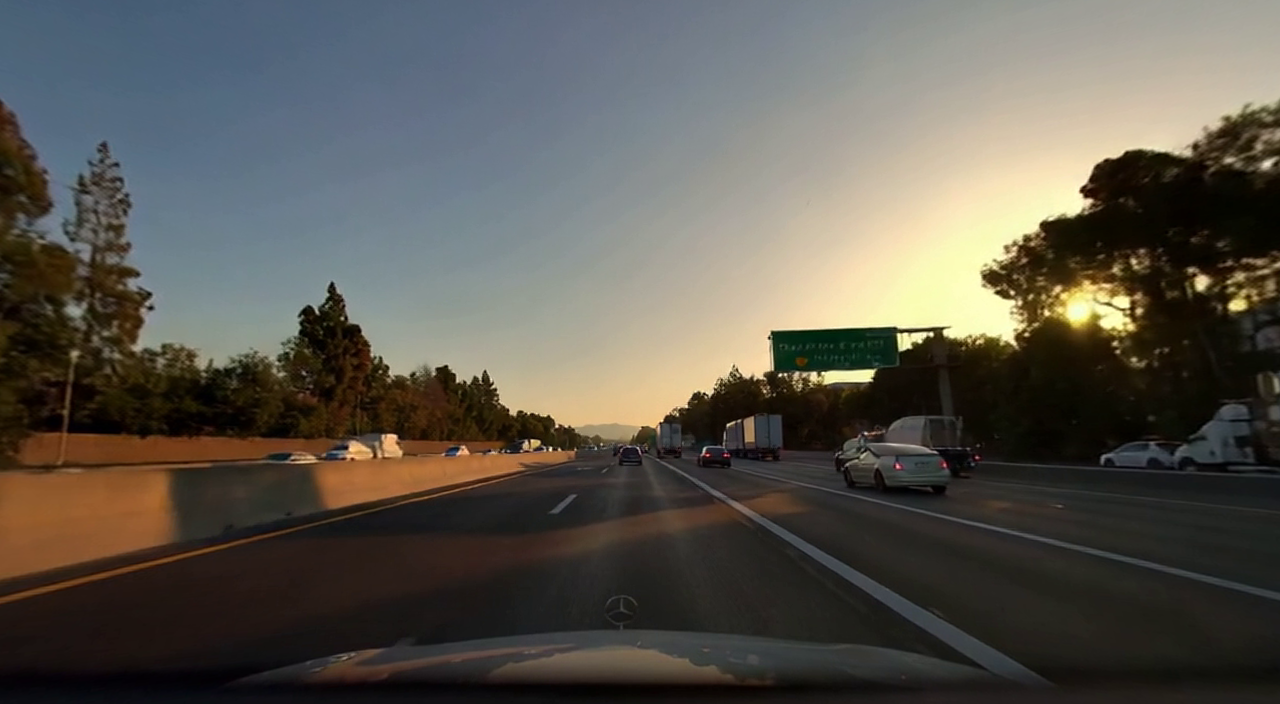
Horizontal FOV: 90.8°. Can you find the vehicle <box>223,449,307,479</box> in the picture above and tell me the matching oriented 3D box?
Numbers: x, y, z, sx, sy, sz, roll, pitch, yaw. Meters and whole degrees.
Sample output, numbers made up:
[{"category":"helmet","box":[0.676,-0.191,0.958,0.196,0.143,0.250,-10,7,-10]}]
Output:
[{"category":"vehicle","box":[-20.305,6.063,34.476,1.833,1.473,4.440,0,-9,1]}]

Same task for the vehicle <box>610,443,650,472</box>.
[{"category":"vehicle","box":[-0.539,5.970,35.928,2.163,1.551,4.180,0,-9,0]}]

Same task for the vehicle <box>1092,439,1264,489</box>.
[{"category":"vehicle","box":[22.173,4.626,26.497,2.150,1.866,5.885,0,-9,2]}]

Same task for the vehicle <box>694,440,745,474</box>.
[{"category":"vehicle","box":[4.207,5.638,34.058,2.154,1.658,4.347,0,-9,0]}]

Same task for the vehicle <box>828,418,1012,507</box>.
[{"category":"vehicle","box":[7.296,2.983,17.425,2.369,2.007,5.700,0,-9,-1]}]
